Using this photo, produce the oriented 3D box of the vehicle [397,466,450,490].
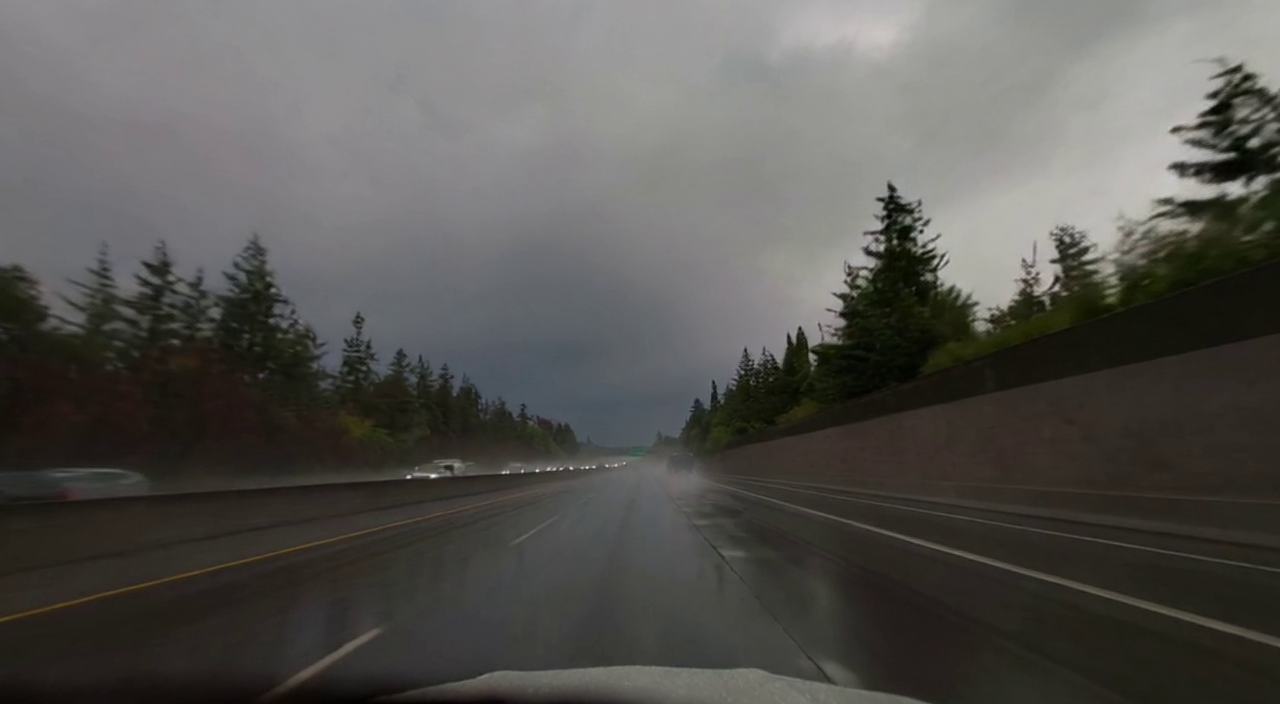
[{"bbox_3d":[-14.429,8.412,42.305,1.795,1.496,4.754,1,-10,1],"label":"vehicle"}]
